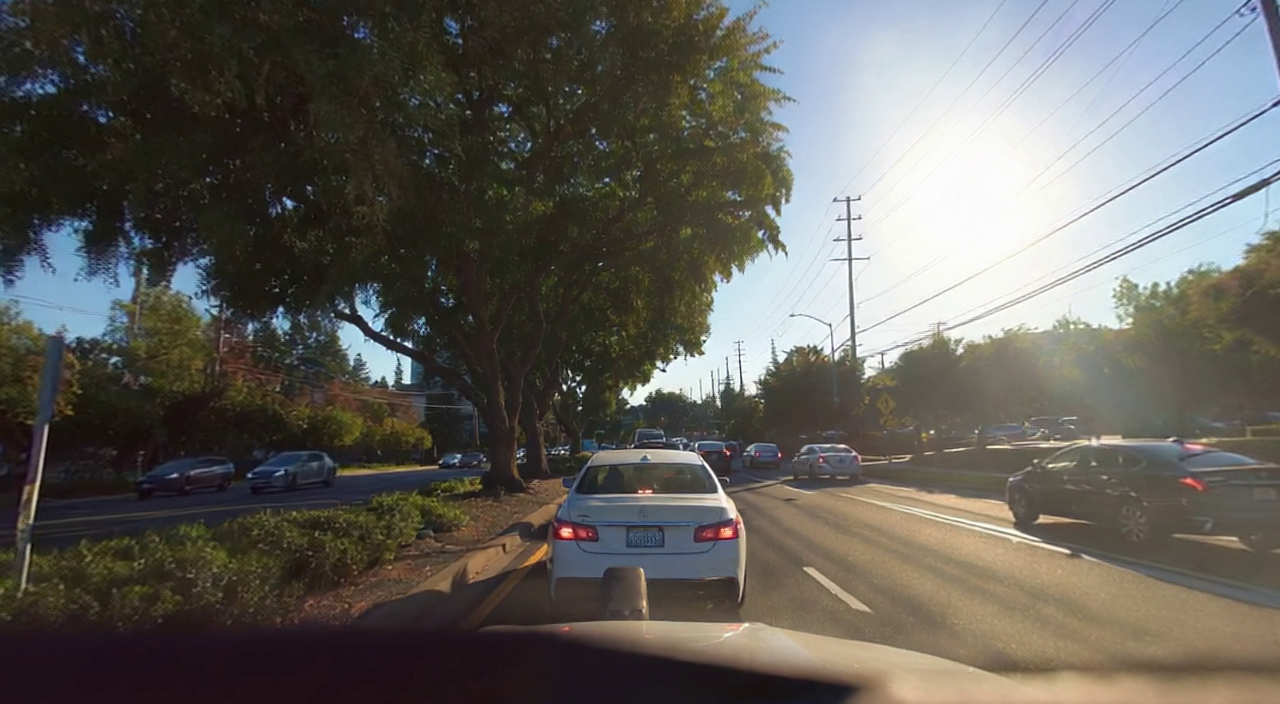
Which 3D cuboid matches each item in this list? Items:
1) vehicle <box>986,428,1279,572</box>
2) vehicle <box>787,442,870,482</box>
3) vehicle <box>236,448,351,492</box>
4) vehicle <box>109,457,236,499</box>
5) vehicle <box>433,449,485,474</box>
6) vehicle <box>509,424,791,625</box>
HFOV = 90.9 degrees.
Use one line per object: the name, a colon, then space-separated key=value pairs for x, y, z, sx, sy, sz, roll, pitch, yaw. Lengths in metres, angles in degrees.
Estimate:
vehicle: x=7.023 y=1.861 z=8.823 sx=1.850 sy=1.480 sz=4.474 roll=0 pitch=-8 yaw=1
vehicle: x=7.460 y=4.369 z=25.441 sx=1.899 sy=1.458 sz=4.499 roll=0 pitch=-8 yaw=0
vehicle: x=-14.986 y=5.104 z=27.685 sx=2.291 sy=1.682 sz=4.835 roll=0 pitch=-8 yaw=0
vehicle: x=-19.244 y=5.172 z=26.282 sx=1.853 sy=1.489 sz=4.449 roll=0 pitch=-8 yaw=0
vehicle: x=-11.824 y=7.152 z=41.522 sx=1.988 sy=1.486 sz=4.586 roll=0 pitch=-8 yaw=1
vehicle: x=0.071 y=1.586 z=6.762 sx=2.108 sy=1.479 sz=3.935 roll=0 pitch=-8 yaw=0
